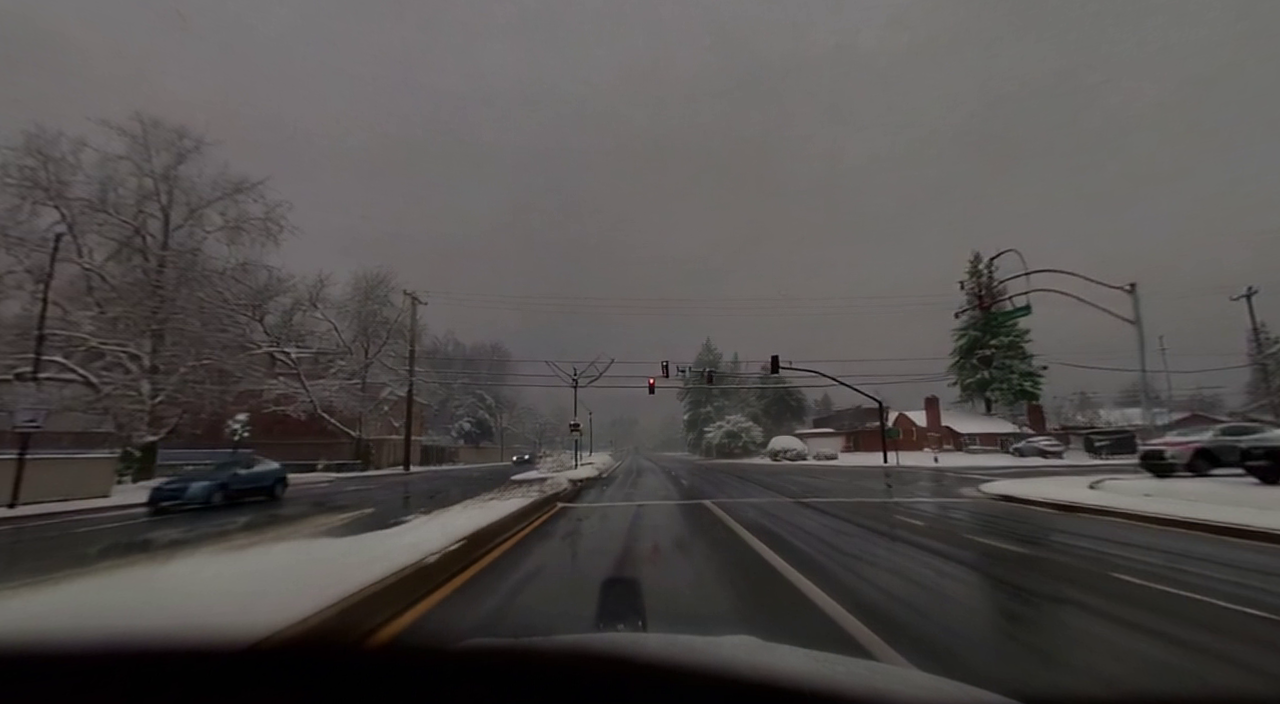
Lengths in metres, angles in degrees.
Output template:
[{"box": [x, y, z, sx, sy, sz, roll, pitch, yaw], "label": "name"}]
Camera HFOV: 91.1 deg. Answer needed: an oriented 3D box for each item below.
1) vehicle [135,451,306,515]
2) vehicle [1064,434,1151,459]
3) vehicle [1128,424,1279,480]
[{"box": [-12.716, 3.944, 19.506, 2.007, 1.655, 4.649, -1, -8, 1], "label": "vehicle"}, {"box": [26.204, 5.304, 35.406, 1.624, 1.311, 4.222, 0, -8, -1], "label": "vehicle"}, {"box": [17.206, 2.802, 17.763, 5.126, 1.469, 2.009, 0, -8, -1], "label": "vehicle"}]
